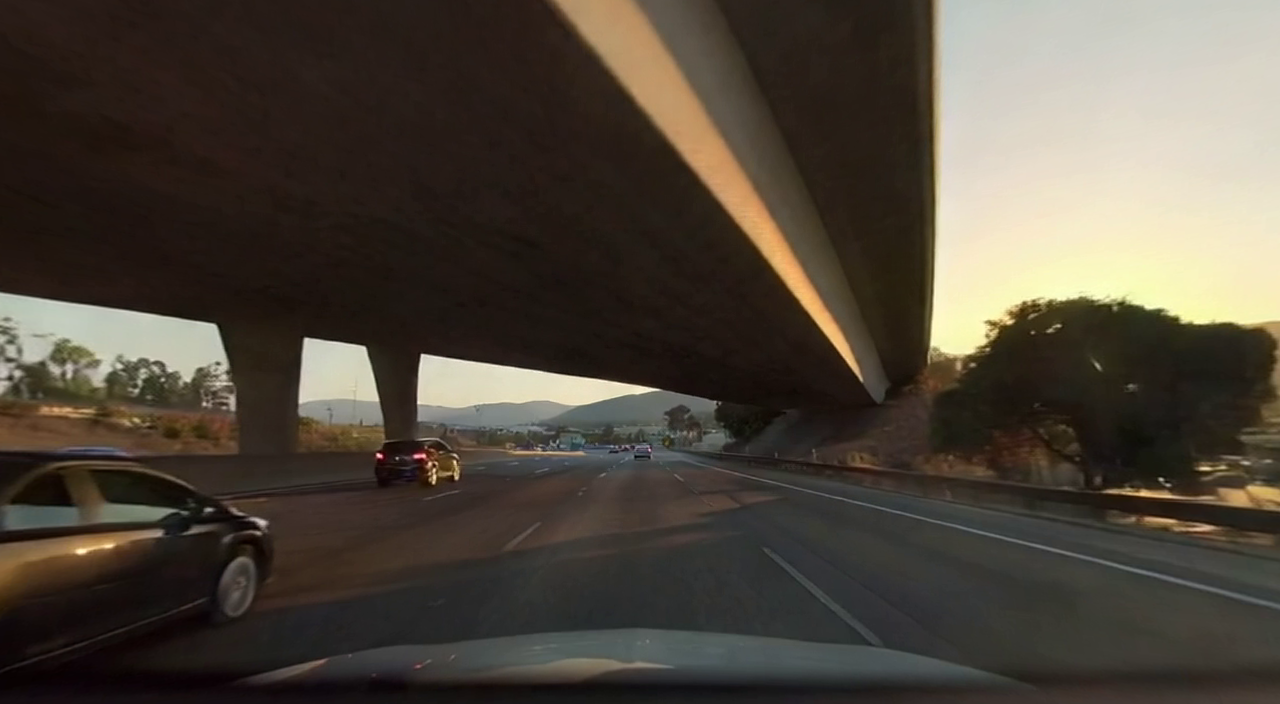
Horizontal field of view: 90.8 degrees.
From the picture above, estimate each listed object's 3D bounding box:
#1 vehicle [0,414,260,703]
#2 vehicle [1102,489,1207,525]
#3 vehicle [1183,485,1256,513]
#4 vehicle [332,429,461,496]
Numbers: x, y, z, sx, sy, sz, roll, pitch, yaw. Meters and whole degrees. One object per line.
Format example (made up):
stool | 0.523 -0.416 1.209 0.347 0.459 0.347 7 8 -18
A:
vehicle | -4.066 1.008 2.730 1.967 1.488 4.565 0 -8 1
vehicle | 33.493 10.046 41.296 2.108 1.784 4.918 2 -8 -13
vehicle | 41.006 10.381 44.819 1.732 1.505 4.392 -2 -9 13
vehicle | -7.375 3.382 19.735 2.032 1.808 4.776 0 -8 1
